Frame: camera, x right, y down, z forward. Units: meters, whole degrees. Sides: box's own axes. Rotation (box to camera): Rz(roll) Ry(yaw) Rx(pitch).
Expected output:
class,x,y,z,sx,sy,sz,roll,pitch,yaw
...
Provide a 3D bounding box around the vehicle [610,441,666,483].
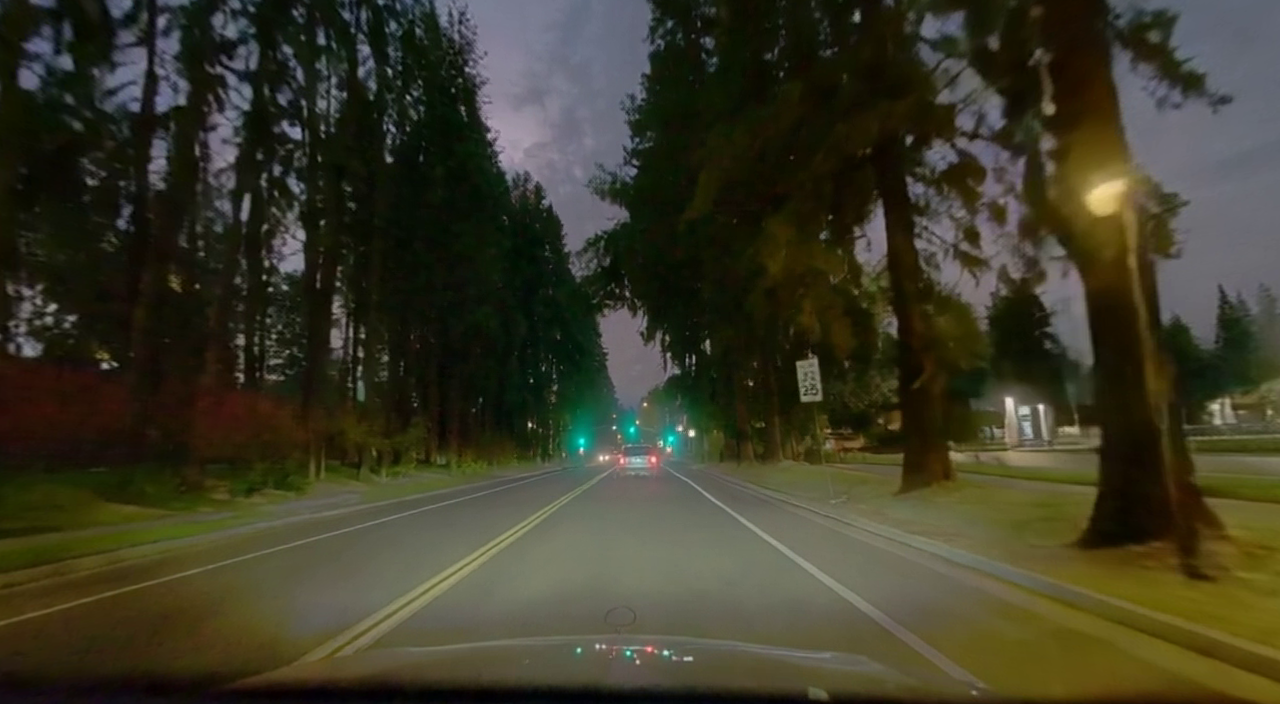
class,x,y,z,sx,sy,sz,roll,pitch,yaw
vehicle,-0.053,4.551,26.546,2.152,1.574,4.223,-1,-8,1
